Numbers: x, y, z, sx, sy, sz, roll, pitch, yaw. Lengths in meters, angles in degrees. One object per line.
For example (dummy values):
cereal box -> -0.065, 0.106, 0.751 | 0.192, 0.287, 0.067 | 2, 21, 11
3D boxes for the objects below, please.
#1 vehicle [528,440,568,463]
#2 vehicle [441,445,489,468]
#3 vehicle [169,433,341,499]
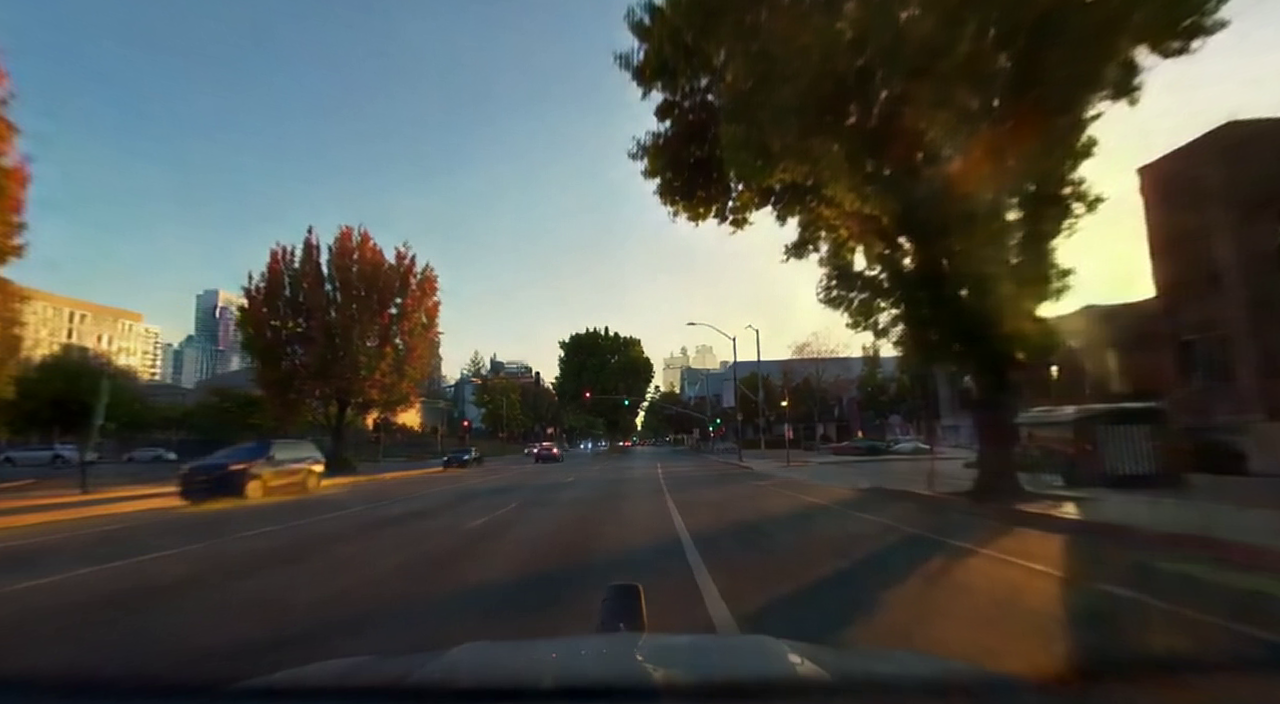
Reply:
vehicle -> -7.200, 7.832, 49.806 | 2.262, 1.708, 4.466 | -1, -9, 2
vehicle -> -11.936, 7.148, 43.438 | 1.987, 1.445, 4.482 | 0, -9, 1
vehicle -> -11.976, 3.575, 20.252 | 2.184, 1.812, 5.245 | 0, -9, 0
